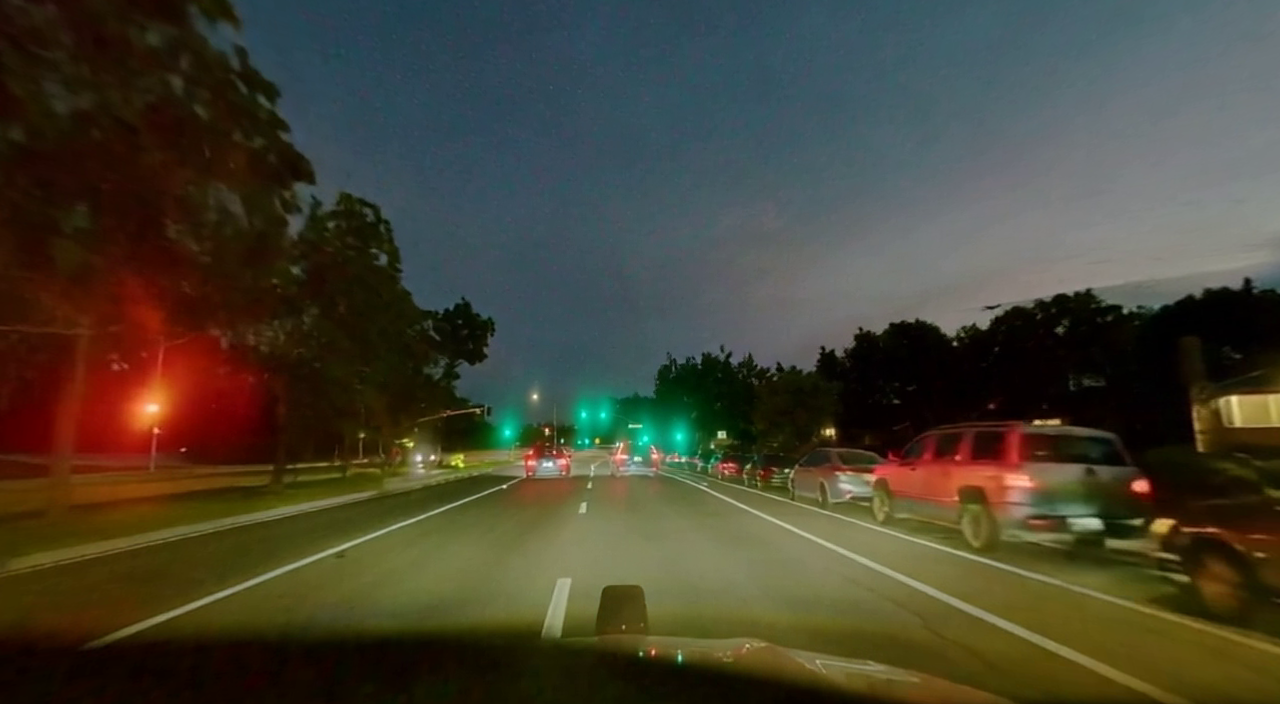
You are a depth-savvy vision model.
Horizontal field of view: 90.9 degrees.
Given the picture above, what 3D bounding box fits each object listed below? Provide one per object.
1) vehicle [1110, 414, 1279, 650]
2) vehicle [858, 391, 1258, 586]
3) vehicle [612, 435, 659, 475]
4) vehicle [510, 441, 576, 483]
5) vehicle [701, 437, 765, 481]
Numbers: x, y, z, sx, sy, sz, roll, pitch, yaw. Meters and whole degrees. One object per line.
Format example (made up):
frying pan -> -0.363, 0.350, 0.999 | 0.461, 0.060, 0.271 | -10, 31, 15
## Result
vehicle -> 5.340, 1.162, 3.507 | 1.822, 1.595, 4.583 | 4, -9, -2
vehicle -> 5.100, 1.731, 8.845 | 2.177, 1.966, 4.707 | 0, -8, -3
vehicle -> -0.312, 5.005, 30.861 | 2.073, 1.822, 4.276 | 0, -8, -3
vehicle -> -3.685, 4.246, 24.671 | 2.140, 1.474, 4.026 | 0, -8, -3
vehicle -> 4.157, 4.889, 29.067 | 1.980, 1.805, 4.724 | 1, -9, -3
